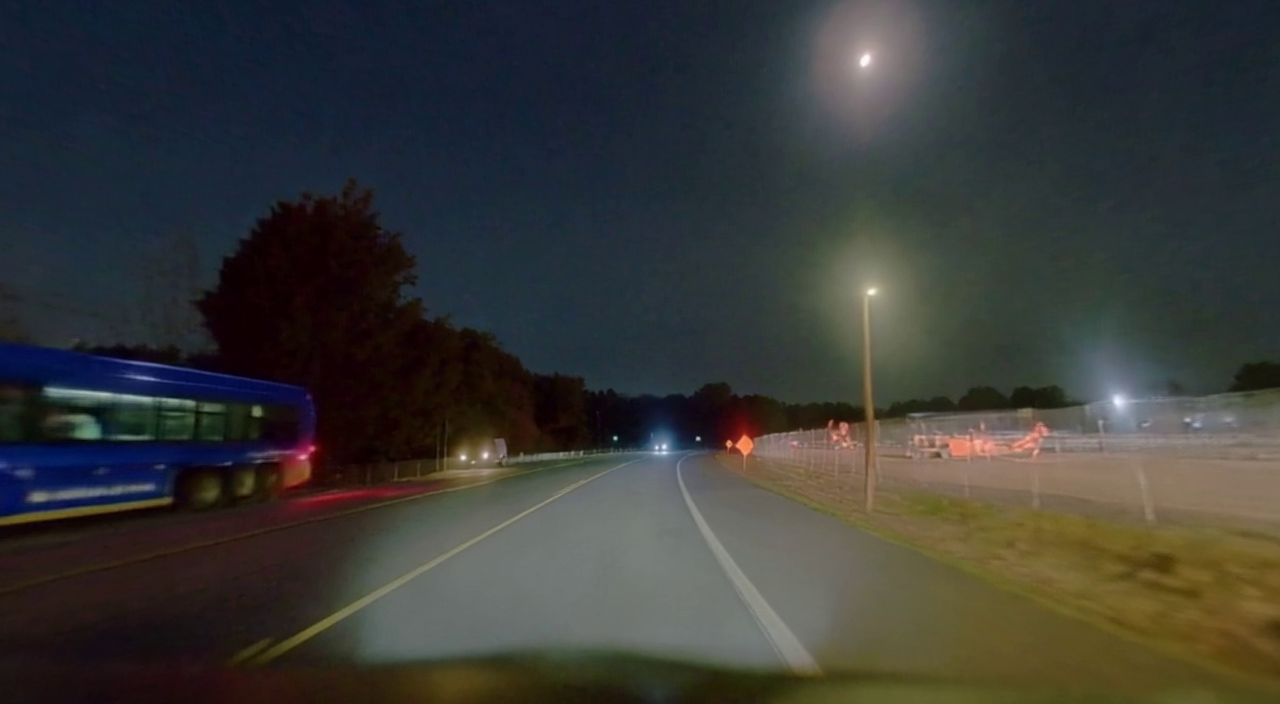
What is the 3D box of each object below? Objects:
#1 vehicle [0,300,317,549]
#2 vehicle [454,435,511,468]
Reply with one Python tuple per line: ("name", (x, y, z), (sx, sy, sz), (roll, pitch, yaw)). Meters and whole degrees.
("vehicle", (-10.693, 1.440, 11.602), (3.092, 3.562, 12.230), (-4, -7, 1))
("vehicle", (-10.775, 6.819, 43.706), (2.244, 2.022, 6.102), (-3, -8, 1))
